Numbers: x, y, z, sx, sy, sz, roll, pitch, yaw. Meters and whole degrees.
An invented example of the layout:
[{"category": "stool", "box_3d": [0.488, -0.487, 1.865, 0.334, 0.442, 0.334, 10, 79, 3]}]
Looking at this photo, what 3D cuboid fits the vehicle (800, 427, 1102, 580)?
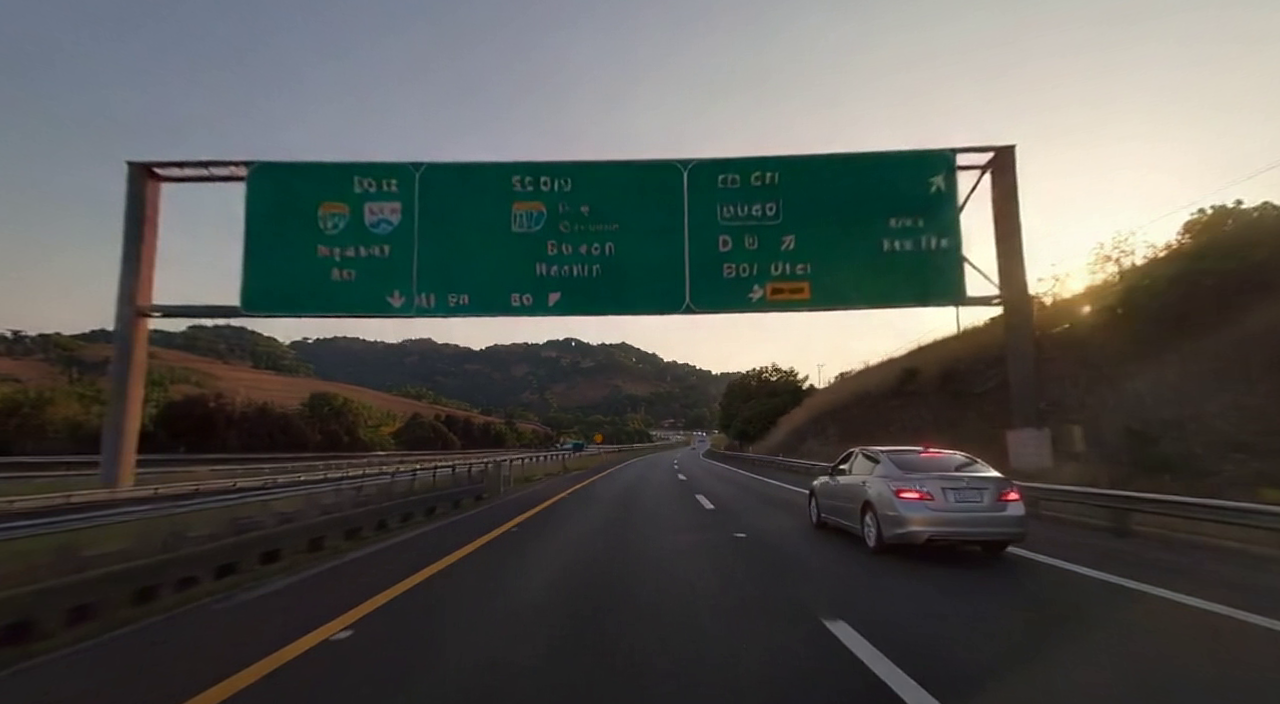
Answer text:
[{"category": "vehicle", "box_3d": [3.662, 1.832, 8.450, 1.997, 1.515, 4.025, -1, -8, 1]}]
